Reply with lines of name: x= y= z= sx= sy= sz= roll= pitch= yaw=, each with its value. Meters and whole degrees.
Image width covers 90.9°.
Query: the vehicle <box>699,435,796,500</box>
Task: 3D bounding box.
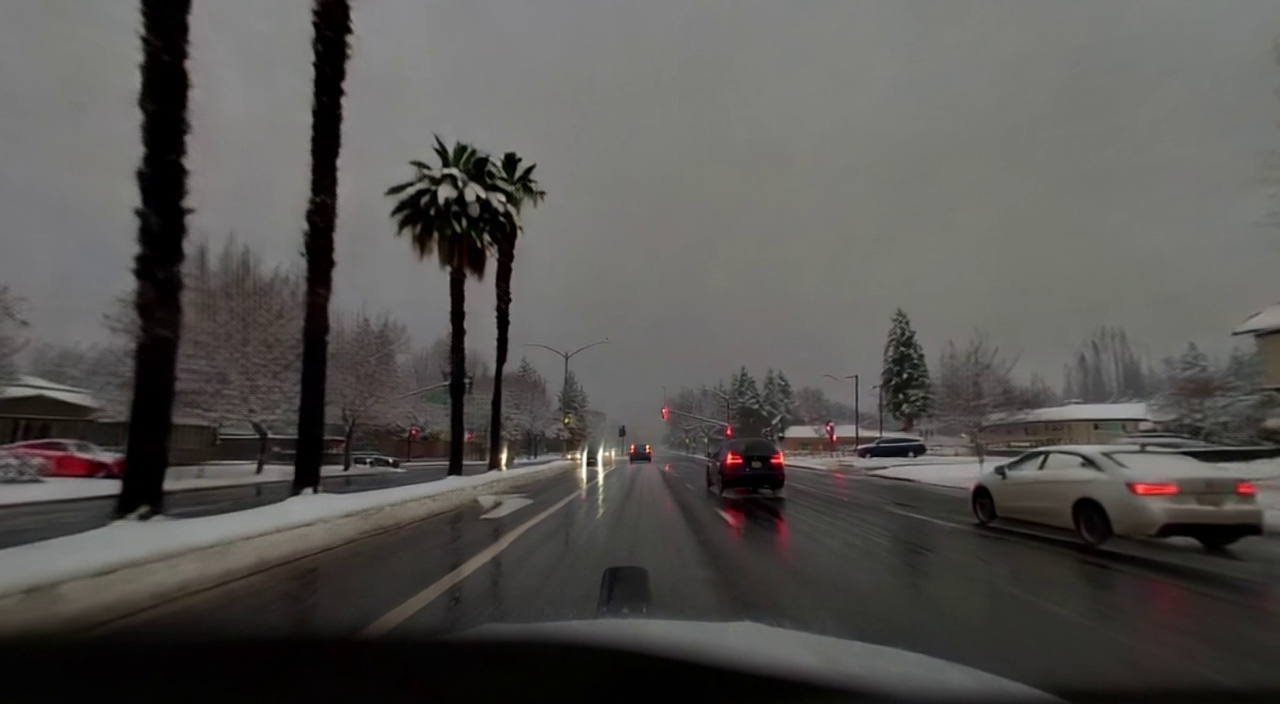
vehicle: x=2.944 y=3.270 z=18.219 sx=2.009 sy=1.639 sz=4.267 roll=0 pitch=-9 yaw=0

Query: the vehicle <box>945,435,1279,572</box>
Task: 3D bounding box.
vehicle: x=6.556 y=1.998 z=9.189 sx=1.890 sy=1.471 sz=4.566 roll=0 pitch=-9 yaw=0

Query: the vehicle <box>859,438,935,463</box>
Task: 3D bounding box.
vehicle: x=19.898 y=7.655 z=48.952 sx=4.999 sy=1.833 sz=2.114 roll=0 pitch=-8 yaw=-1

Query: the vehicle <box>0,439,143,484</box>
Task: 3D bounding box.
vehicle: x=-25.941 y=4.982 z=28.921 sx=2.070 sy=1.856 sz=5.069 roll=0 pitch=-9 yaw=0

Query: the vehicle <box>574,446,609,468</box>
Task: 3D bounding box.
vehicle: x=-3.471 y=7.559 z=45.564 sx=2.037 sy=1.472 sz=4.152 roll=0 pitch=-9 yaw=3
